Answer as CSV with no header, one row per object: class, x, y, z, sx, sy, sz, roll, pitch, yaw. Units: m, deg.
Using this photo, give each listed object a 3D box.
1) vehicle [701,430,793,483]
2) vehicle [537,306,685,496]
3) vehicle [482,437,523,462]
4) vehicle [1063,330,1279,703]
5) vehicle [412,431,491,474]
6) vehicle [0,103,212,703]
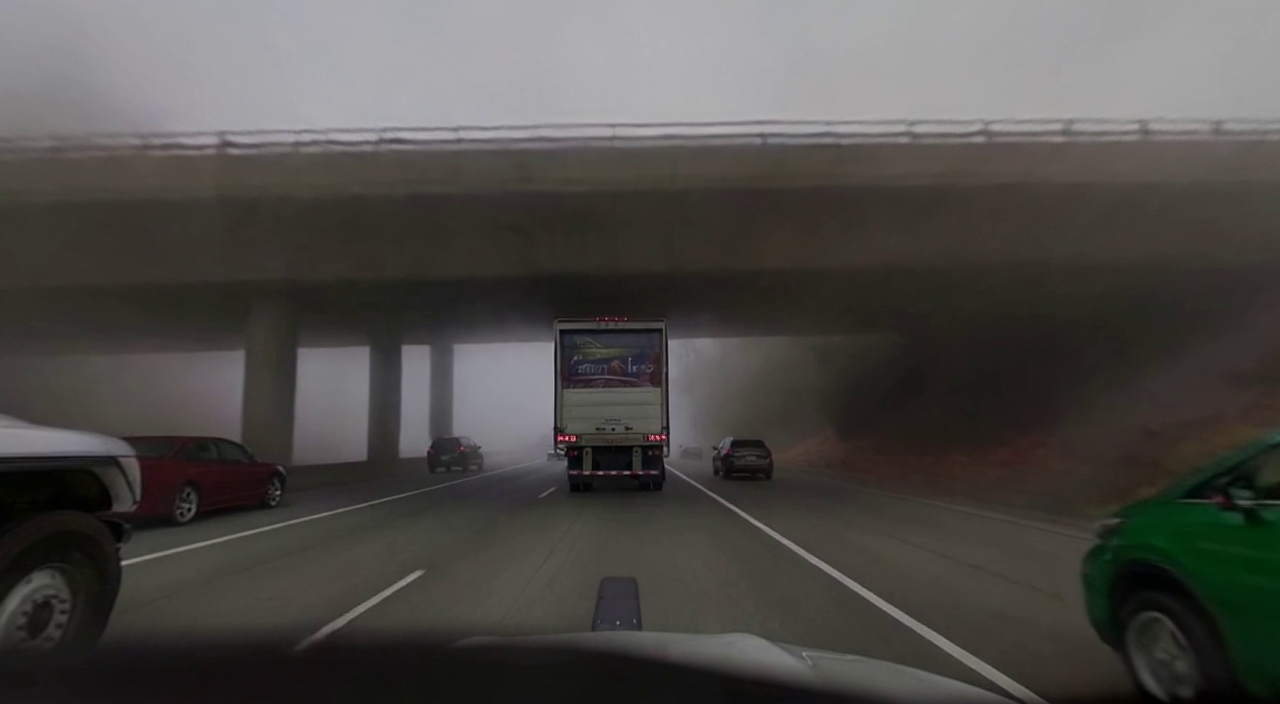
vehicle,3.363,3.357,20.673,2.003,1.519,4.580,0,-8,-3
vehicle,-0.837,1.622,17.527,2.911,3.787,9.905,0,-8,-3
vehicle,-8.865,6.309,40.857,1.845,1.488,3.656,0,-8,0
vehicle,3.688,0.602,1.545,2.118,1.647,4.400,0,-8,-2
vehicle,-8.051,4.332,27.373,2.057,1.698,4.550,0,-8,-1
vehicle,-3.714,0.142,0.648,2.660,2.637,5.634,0,-8,-2
